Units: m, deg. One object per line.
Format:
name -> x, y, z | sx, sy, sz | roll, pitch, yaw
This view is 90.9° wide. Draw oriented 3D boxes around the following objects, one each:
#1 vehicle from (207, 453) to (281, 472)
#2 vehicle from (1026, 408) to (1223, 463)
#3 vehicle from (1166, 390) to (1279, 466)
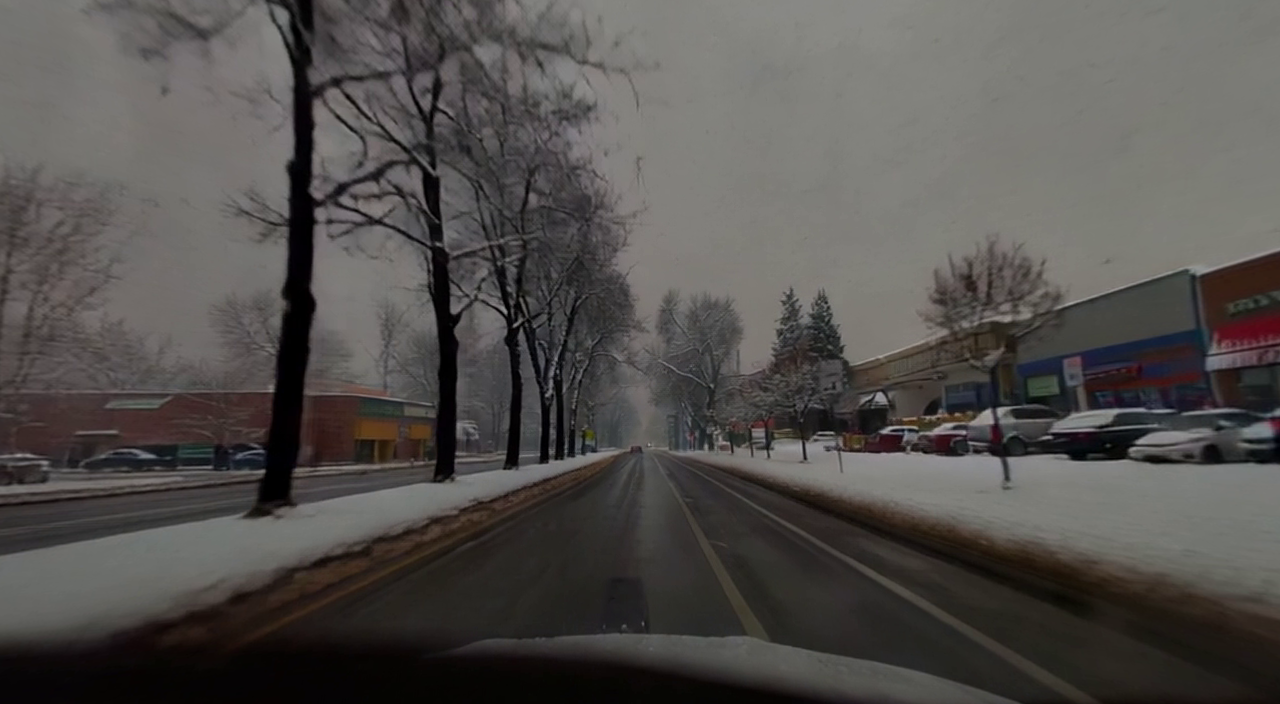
vehicle -> -30.588, 8.557, 48.787 | 4.448, 1.430, 1.888 | -1, -9, 1
vehicle -> 13.347, 2.341, 17.565 | 3.820, 1.413, 1.952 | 0, -9, 0
vehicle -> 13.410, 1.566, 12.879 | 3.547, 1.438, 1.891 | 0, -9, 0
